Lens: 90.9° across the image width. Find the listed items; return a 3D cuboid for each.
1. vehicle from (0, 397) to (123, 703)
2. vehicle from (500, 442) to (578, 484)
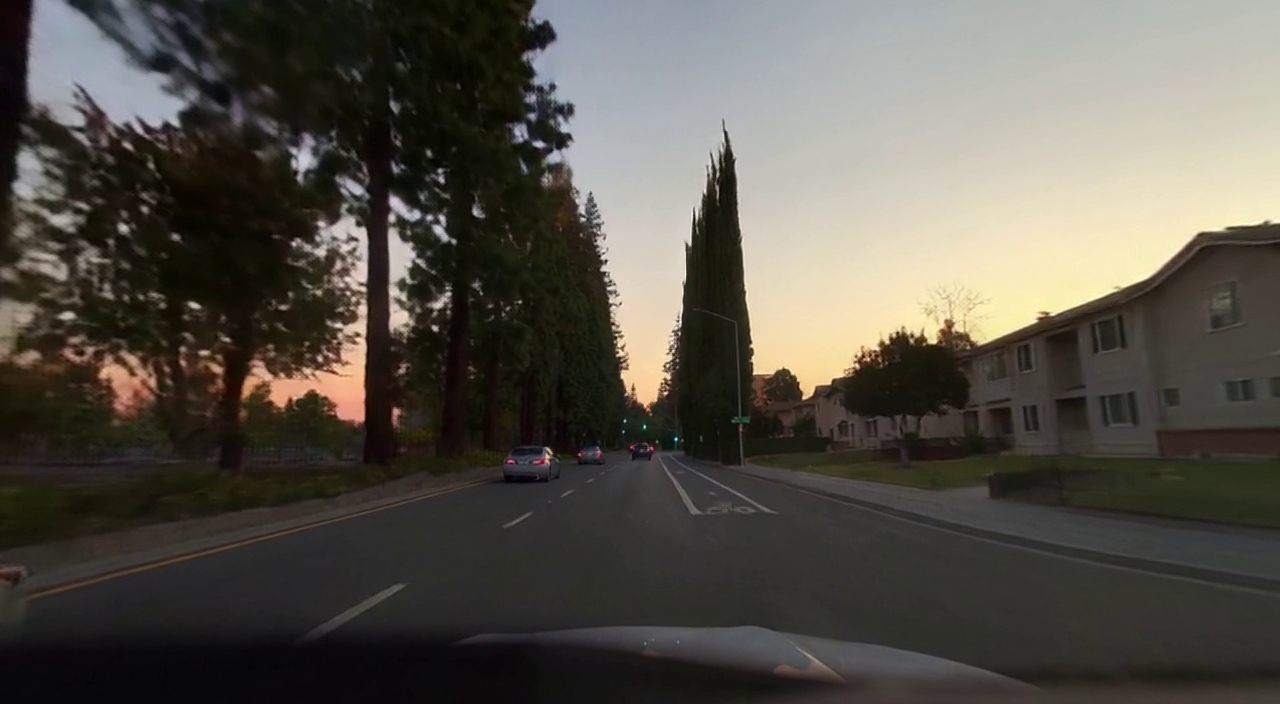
[{"bbox_3d":[-3.899,0.695,0.848,2.190,1.545,4.943,0,-8,0],"label":"vehicle"},{"bbox_3d":[-3.791,4.275,24.665,2.188,1.473,4.651,0,-8,1],"label":"vehicle"}]
